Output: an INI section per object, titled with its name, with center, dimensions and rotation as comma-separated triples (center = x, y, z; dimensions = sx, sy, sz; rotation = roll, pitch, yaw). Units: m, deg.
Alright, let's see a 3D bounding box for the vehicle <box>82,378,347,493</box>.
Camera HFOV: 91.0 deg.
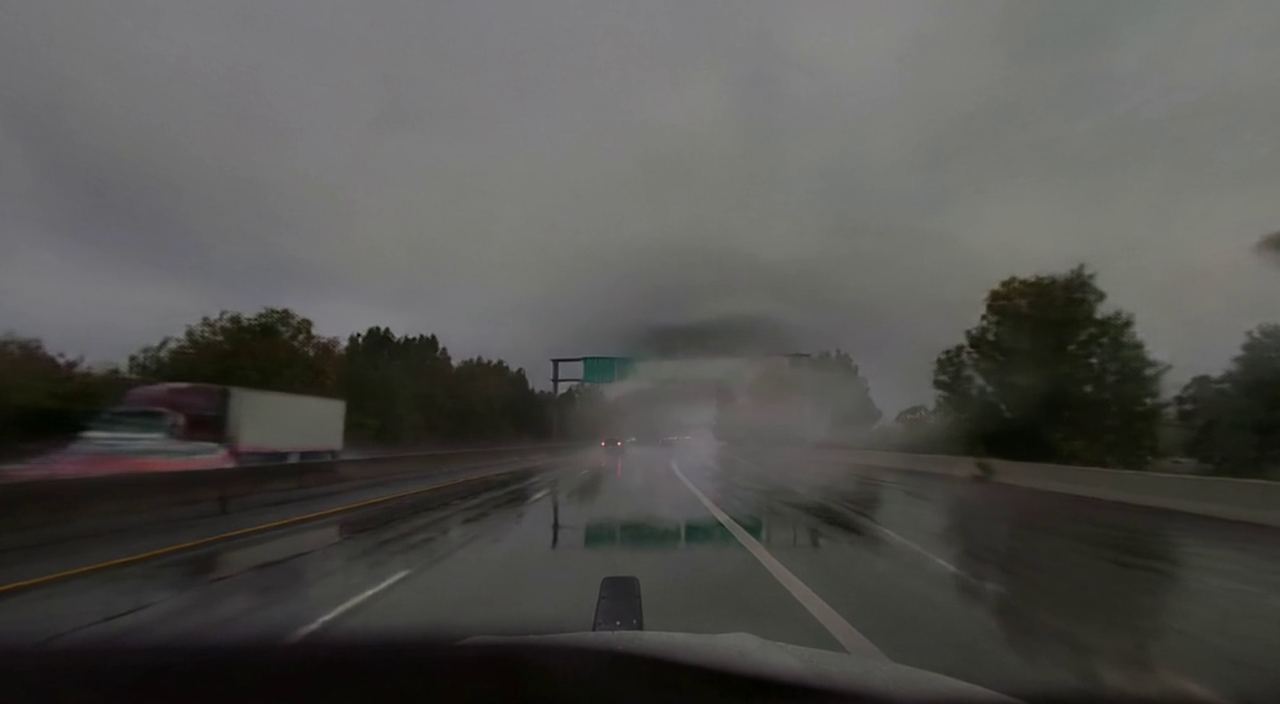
[vehicle]
center = -15.264, 3.217, 24.128
dimensions = 3.205, 3.498, 9.568
rotation = 0, -8, 2
